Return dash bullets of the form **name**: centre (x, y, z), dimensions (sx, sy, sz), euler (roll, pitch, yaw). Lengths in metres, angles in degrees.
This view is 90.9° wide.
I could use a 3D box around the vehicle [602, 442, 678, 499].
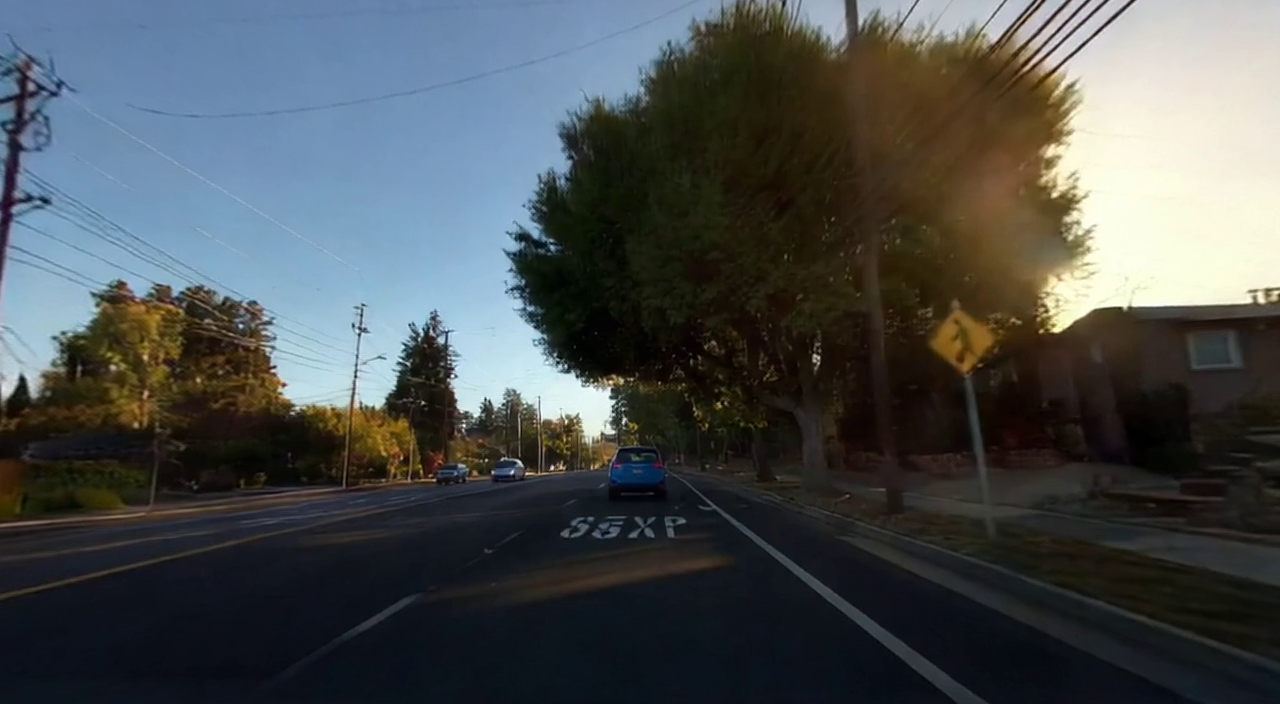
- **vehicle**: centre (-0.007, 3.769, 20.528), dimensions (2.200, 1.653, 4.127), euler (0, -8, 0)
